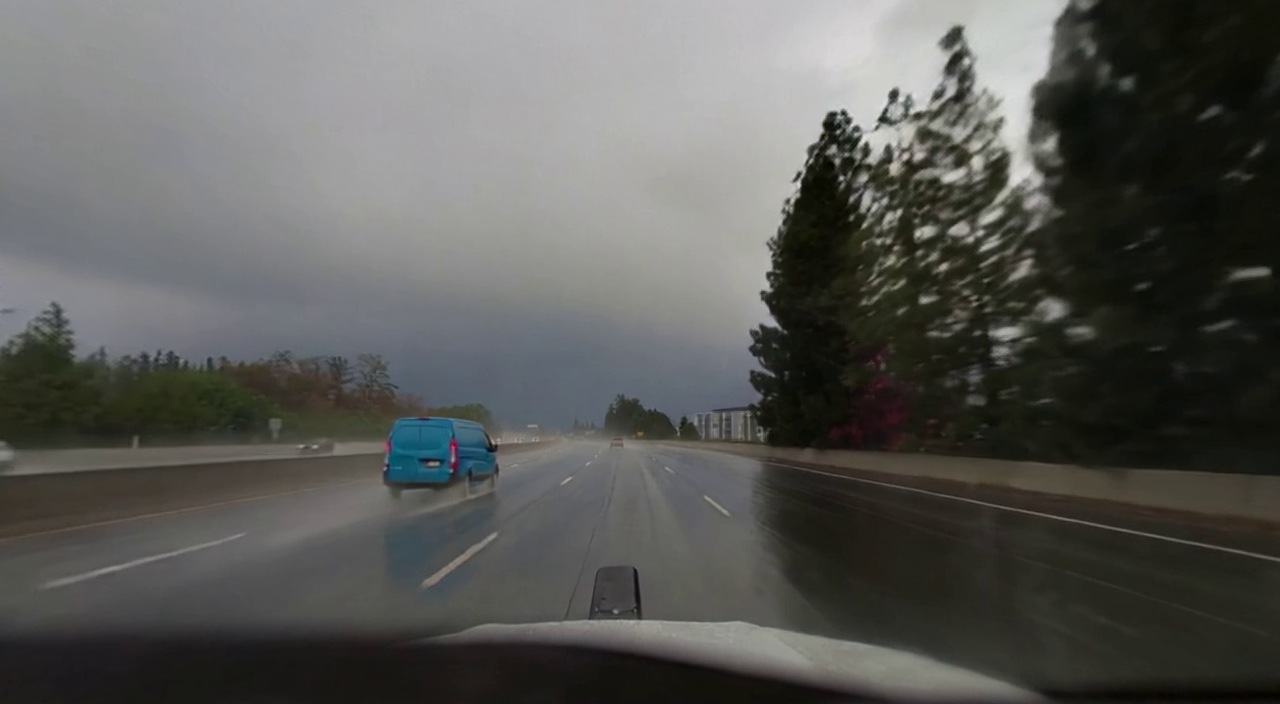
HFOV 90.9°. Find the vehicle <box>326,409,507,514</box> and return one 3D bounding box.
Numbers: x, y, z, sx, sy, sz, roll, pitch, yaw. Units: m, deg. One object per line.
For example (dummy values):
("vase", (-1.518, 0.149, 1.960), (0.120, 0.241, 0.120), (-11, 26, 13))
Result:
("vehicle", (-4.410, 2.231, 13.433), (2.219, 1.827, 4.738), (0, -8, -1))
